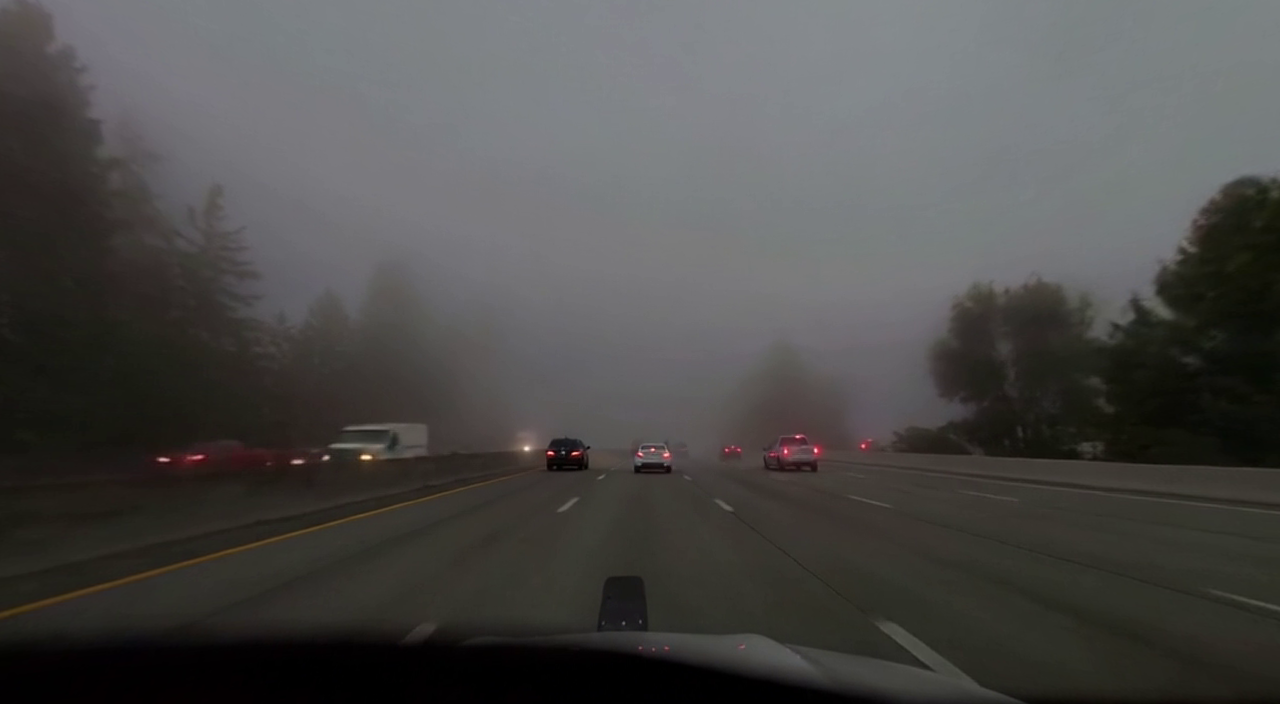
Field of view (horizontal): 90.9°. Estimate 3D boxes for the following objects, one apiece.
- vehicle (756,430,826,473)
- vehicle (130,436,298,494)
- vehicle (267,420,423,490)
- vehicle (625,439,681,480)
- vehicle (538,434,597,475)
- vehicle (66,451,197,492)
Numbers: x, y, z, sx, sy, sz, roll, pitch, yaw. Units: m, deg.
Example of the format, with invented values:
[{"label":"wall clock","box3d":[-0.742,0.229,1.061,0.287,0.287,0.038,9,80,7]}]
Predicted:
[{"label":"vehicle","box3d":[7.235,4.842,30.824,2.094,1.916,5.099,0,-8,0]},{"label":"vehicle","box3d":[-15.596,4.138,23.661,2.186,1.863,5.744,0,-8,1]},{"label":"vehicle","box3d":[-9.078,3.236,20.157,2.251,1.900,5.551,0,-8,0]},{"label":"vehicle","box3d":[0.487,4.273,25.305,2.071,1.464,4.162,0,-8,0]},{"label":"vehicle","box3d":[-3.279,4.733,29.377,2.140,1.720,4.410,0,-8,1]},{"label":"vehicle","box3d":[-22.787,5.328,28.560,1.982,1.657,4.761,0,-8,0]}]
